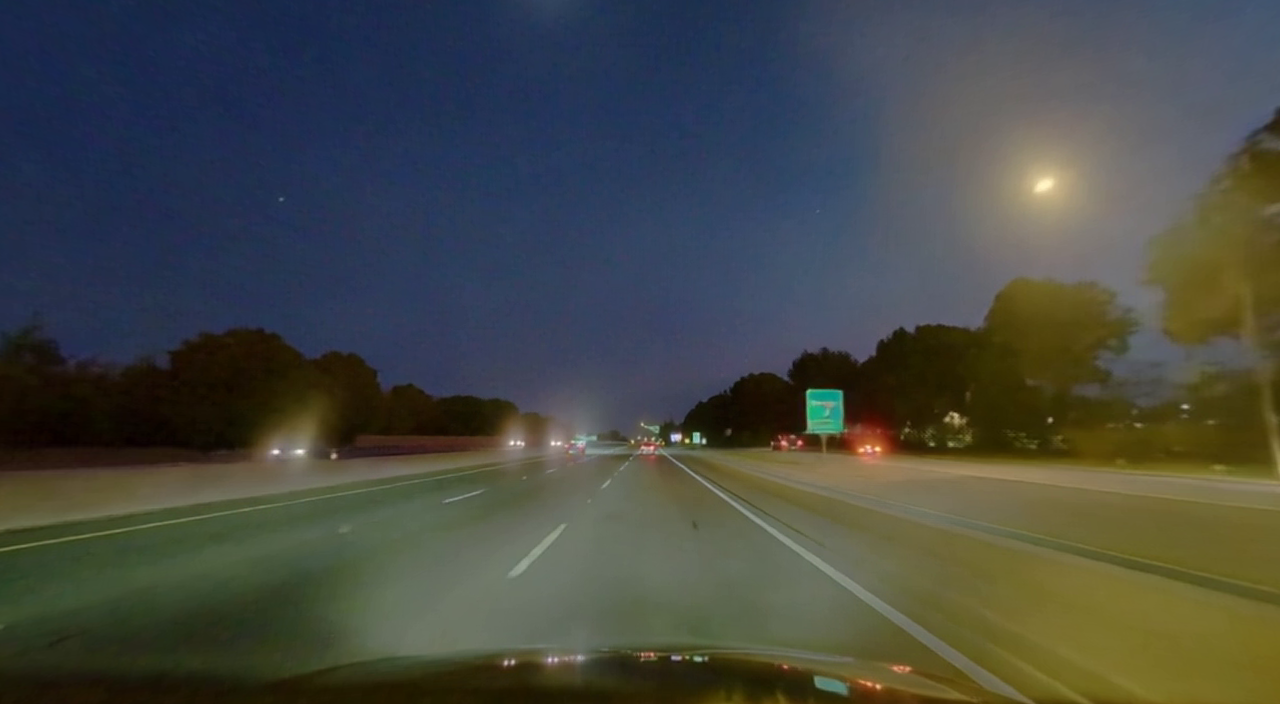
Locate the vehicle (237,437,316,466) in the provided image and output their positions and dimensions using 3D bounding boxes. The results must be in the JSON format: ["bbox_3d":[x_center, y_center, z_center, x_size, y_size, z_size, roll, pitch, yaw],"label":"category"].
[{"bbox_3d":[-22.003,6.038,38.376,2.142,1.689,4.325,0,-8,2],"label":"vehicle"}]
